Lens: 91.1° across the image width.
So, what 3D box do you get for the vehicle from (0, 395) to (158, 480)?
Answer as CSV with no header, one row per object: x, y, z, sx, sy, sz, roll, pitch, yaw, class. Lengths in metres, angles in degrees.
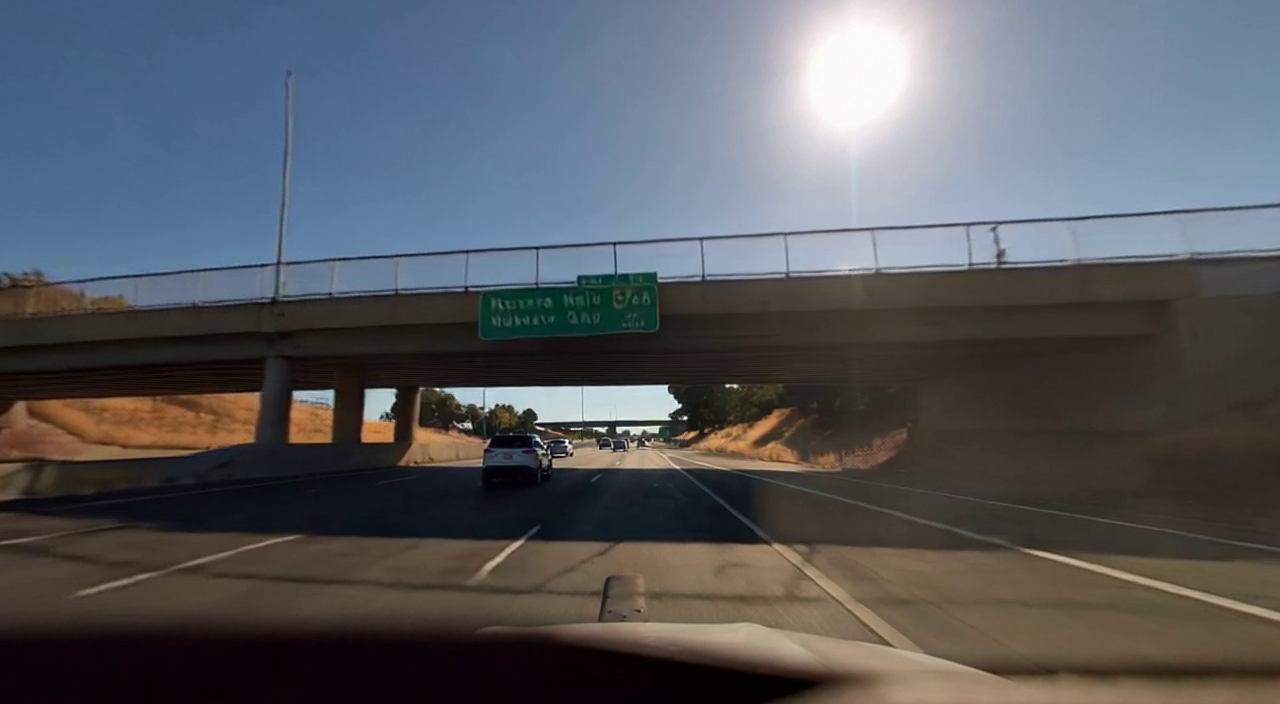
-33.010,4.593,33.492,2.899,4.114,14.251,0,-8,2,vehicle

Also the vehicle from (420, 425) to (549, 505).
-3.679,2.774,15.795,2.048,1.705,4.384,0,-8,1,vehicle

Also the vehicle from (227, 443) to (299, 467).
-25.598,6.974,42.805,2.010,1.550,4.483,0,-8,1,vehicle
